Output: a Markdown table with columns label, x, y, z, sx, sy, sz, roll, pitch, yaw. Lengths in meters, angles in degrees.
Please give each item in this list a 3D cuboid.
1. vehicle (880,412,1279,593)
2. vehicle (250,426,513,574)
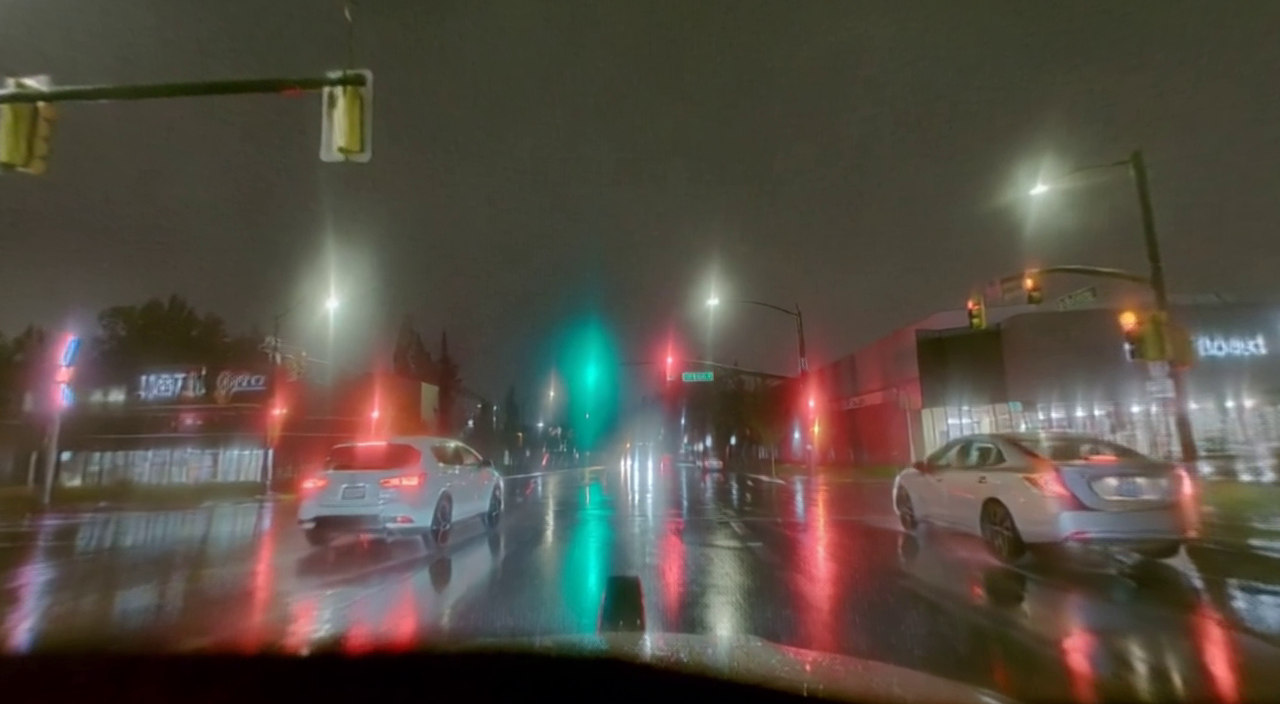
| label | x | y | z | sx | sy | sz | roll | pitch | yaw |
| --- | --- | --- | --- | --- | --- | --- | --- | --- | --- |
| vehicle | 5.005 | 1.734 | 8.140 | 2.039 | 1.655 | 4.495 | 0 | -9 | 1 |
| vehicle | -3.324 | 1.975 | 9.208 | 1.947 | 1.627 | 4.248 | 0 | -9 | 1 |
